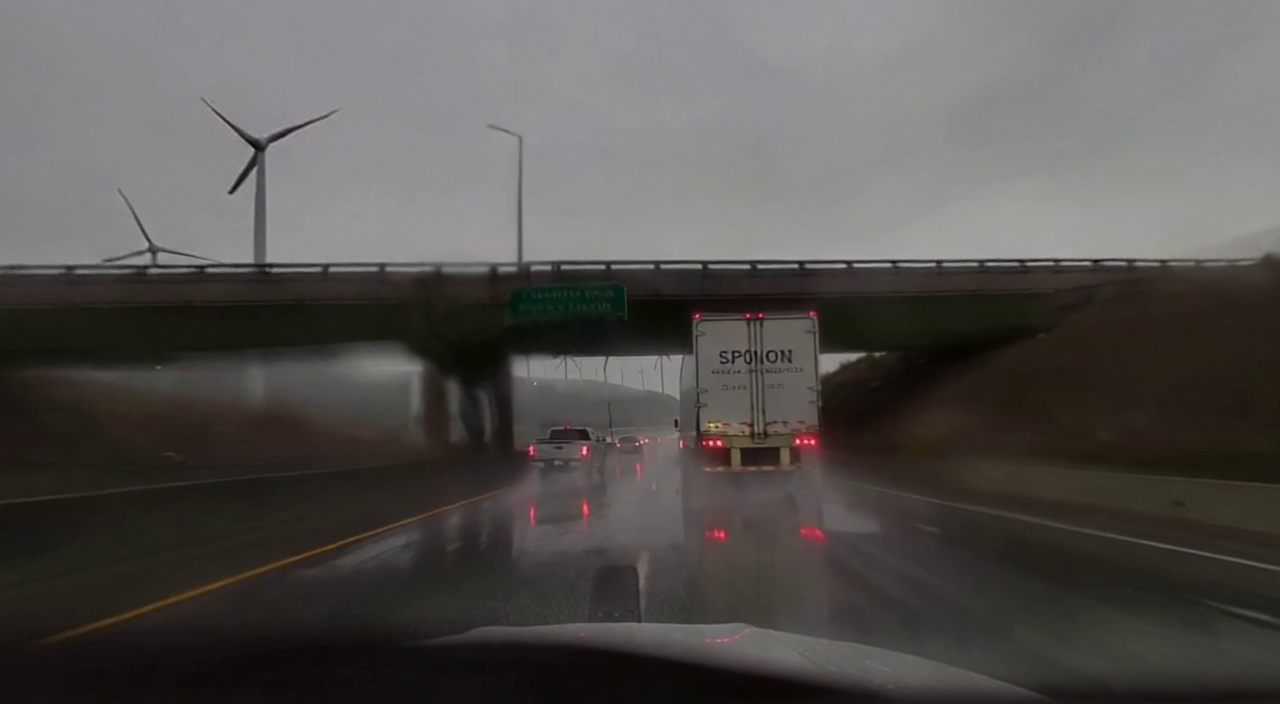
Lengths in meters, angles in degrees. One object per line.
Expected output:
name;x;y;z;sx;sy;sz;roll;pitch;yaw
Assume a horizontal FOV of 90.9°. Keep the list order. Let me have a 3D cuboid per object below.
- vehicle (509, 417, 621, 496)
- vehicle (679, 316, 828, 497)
vehicle;-1.803;2.714;16.908;2.283;1.814;4.568;0;-8;2
vehicle;2.866;1.994;20.238;2.906;3.990;12.551;0;-7;2
